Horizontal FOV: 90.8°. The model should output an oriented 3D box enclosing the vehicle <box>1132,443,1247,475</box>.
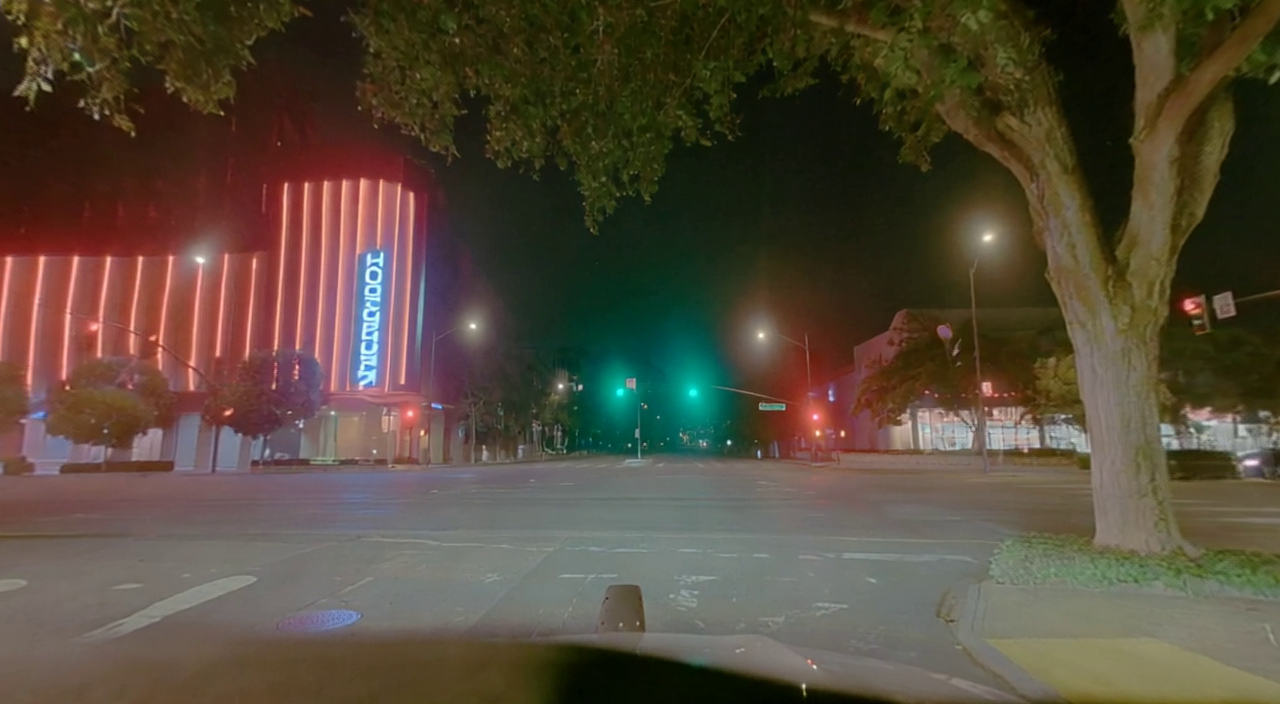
[{"bbox_3d":[30.718,5.966,35.405,4.639,1.699,2.030,0,-9,-3],"label":"vehicle"}]
